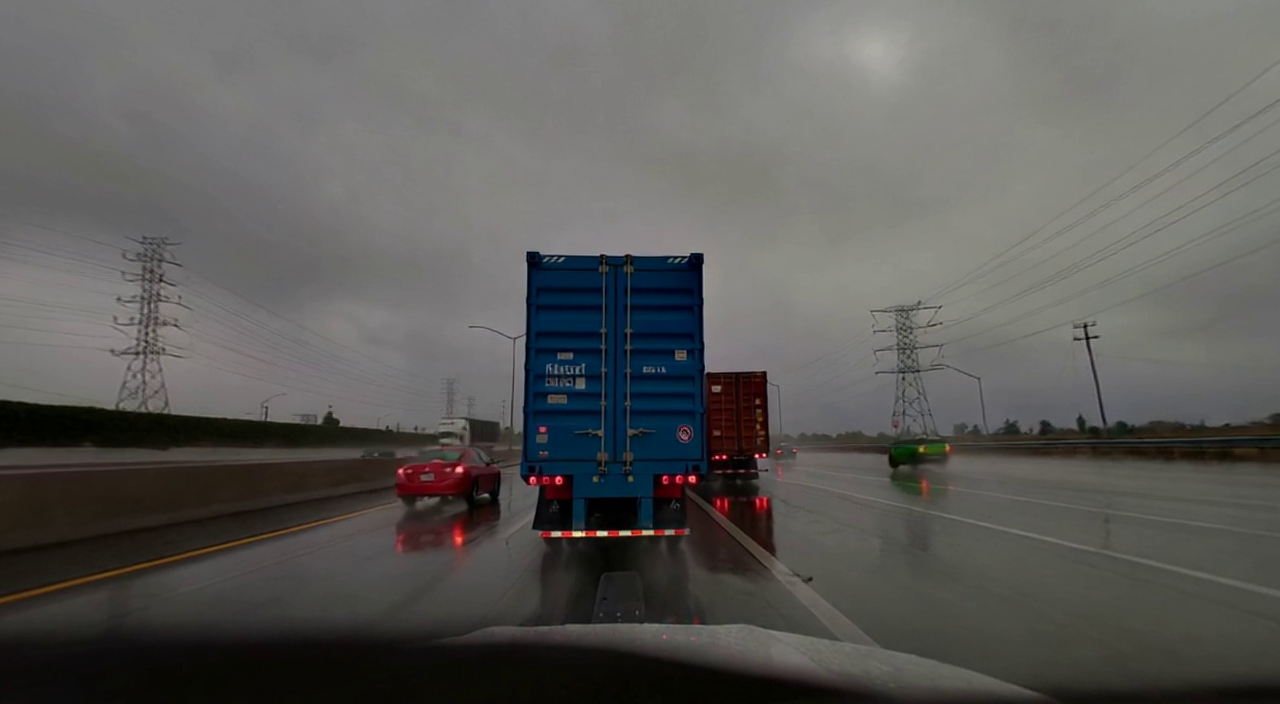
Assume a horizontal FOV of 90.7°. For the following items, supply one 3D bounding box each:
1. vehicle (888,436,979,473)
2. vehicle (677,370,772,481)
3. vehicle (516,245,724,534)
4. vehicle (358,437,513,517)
[{"bbox_3d":[13.412,4.709,29.276,2.020,1.546,4.336,0,-9,-2],"label":"vehicle"},{"bbox_3d":[3.397,3.441,28.432,2.846,4.053,10.304,-1,-9,0],"label":"vehicle"},{"bbox_3d":[-0.325,1.356,14.911,2.841,4.071,12.046,0,-9,0],"label":"vehicle"},{"bbox_3d":[-4.322,2.710,14.280,1.993,1.475,4.540,0,-9,0],"label":"vehicle"}]
